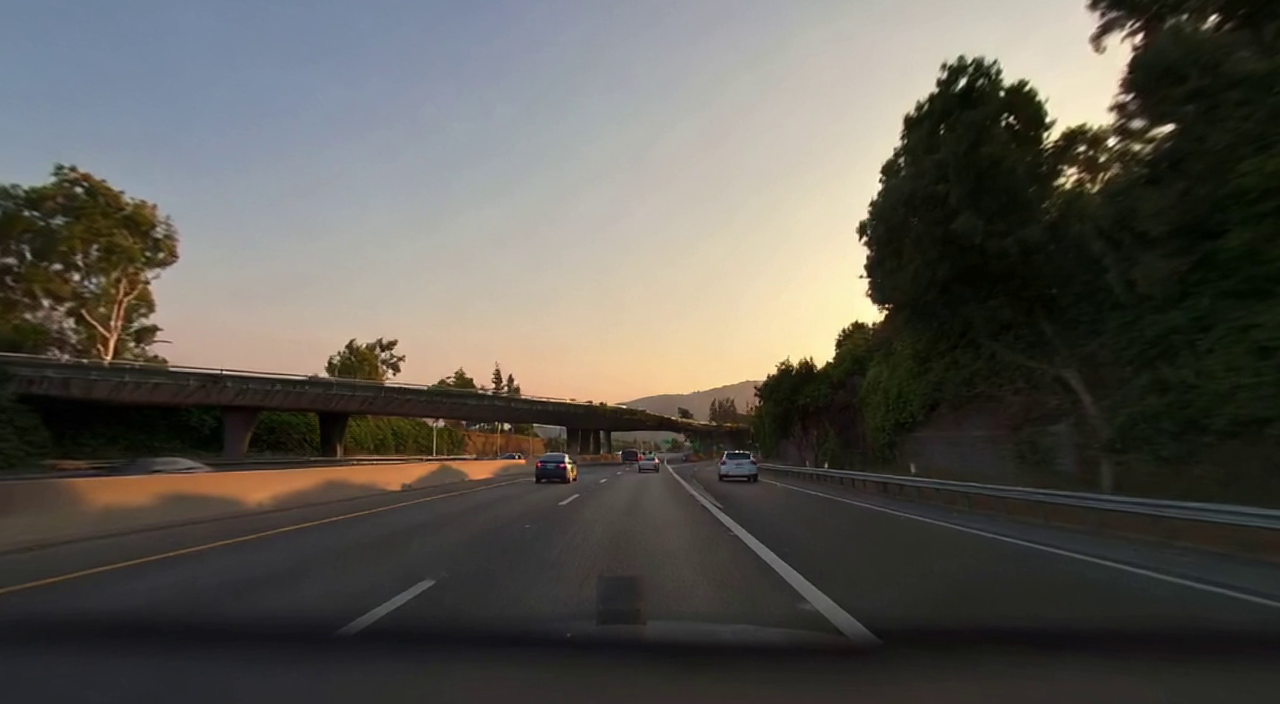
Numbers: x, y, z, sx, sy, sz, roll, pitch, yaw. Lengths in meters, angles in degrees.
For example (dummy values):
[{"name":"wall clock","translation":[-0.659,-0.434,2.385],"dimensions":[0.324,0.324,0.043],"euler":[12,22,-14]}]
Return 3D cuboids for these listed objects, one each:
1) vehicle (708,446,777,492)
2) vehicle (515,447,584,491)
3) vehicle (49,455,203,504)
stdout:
[{"name":"vehicle","translation":[3.745,4.363,23.861],"dimensions":[2.020,1.548,4.715],"euler":[0,-9,3]},{"name":"vehicle","translation":[-3.396,4.493,24.458],"dimensions":[1.997,1.540,3.906],"euler":[0,-9,2]},{"name":"vehicle","translation":[-17.110,4.228,21.276],"dimensions":[1.805,1.456,3.983],"euler":[0,-9,1]}]
